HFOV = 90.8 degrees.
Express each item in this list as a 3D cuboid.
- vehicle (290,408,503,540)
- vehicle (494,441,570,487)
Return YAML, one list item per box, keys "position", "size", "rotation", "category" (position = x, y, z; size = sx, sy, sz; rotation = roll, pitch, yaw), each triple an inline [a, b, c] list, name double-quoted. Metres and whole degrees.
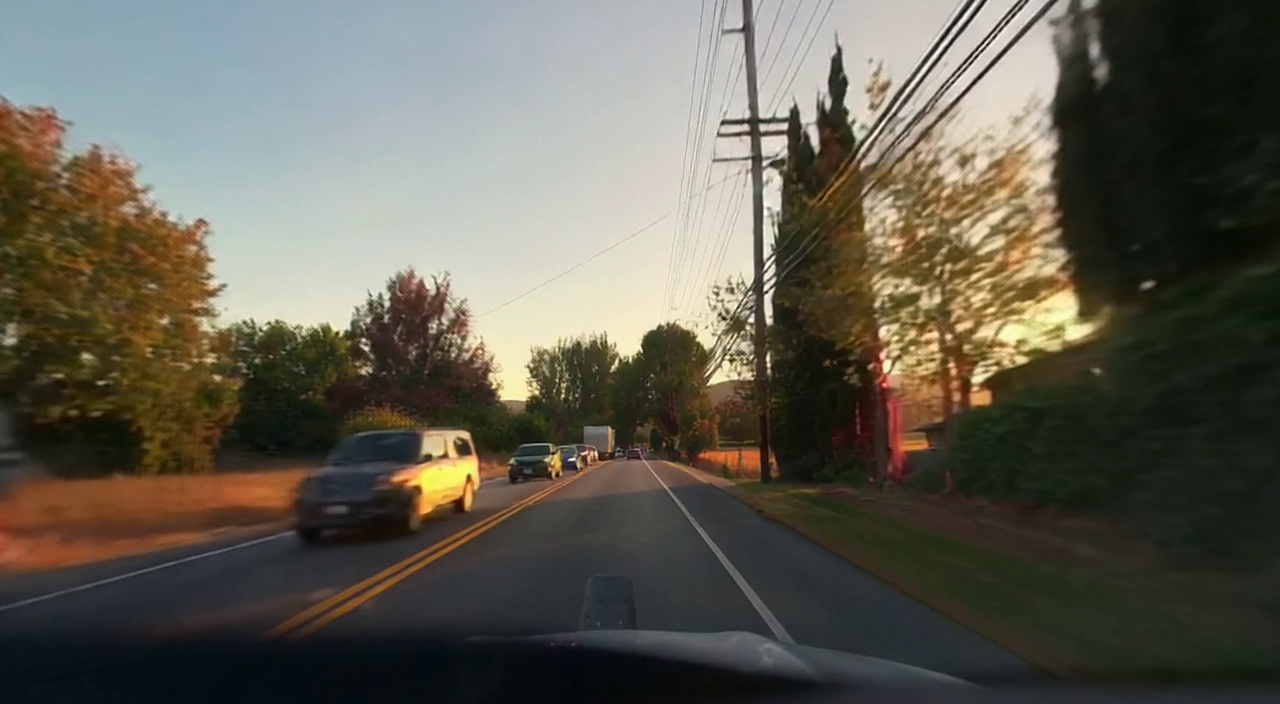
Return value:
- position: [-4.654, 2.376, 13.193]
  size: [2.549, 2.028, 5.180]
  rotation: [-3, -7, -2]
  category: "vehicle"
- position: [-4.517, 4.734, 27.189]
  size: [2.284, 1.634, 4.756]
  rotation: [-3, -8, 1]
  category: "vehicle"
